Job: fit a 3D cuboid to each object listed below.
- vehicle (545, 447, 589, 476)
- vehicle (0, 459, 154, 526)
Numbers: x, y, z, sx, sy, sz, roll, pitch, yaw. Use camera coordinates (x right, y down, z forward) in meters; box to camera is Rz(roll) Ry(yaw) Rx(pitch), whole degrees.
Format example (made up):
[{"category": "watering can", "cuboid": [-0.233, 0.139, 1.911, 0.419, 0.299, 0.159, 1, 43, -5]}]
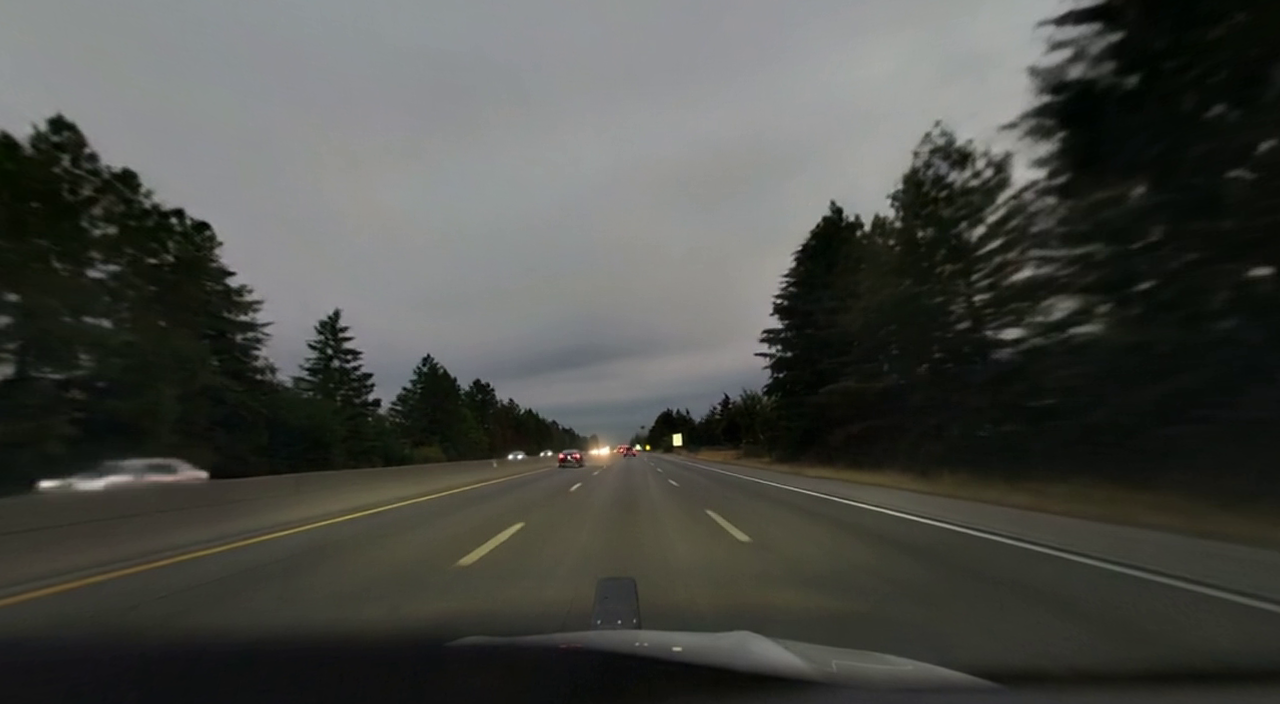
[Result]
[{"category": "vehicle", "cuboid": [-4.027, 6.079, 35.222, 1.970, 1.492, 3.944, 0, -9, 0]}, {"category": "vehicle", "cuboid": [-15.965, 3.728, 17.199, 1.884, 1.518, 4.311, 0, -9, 0]}]
